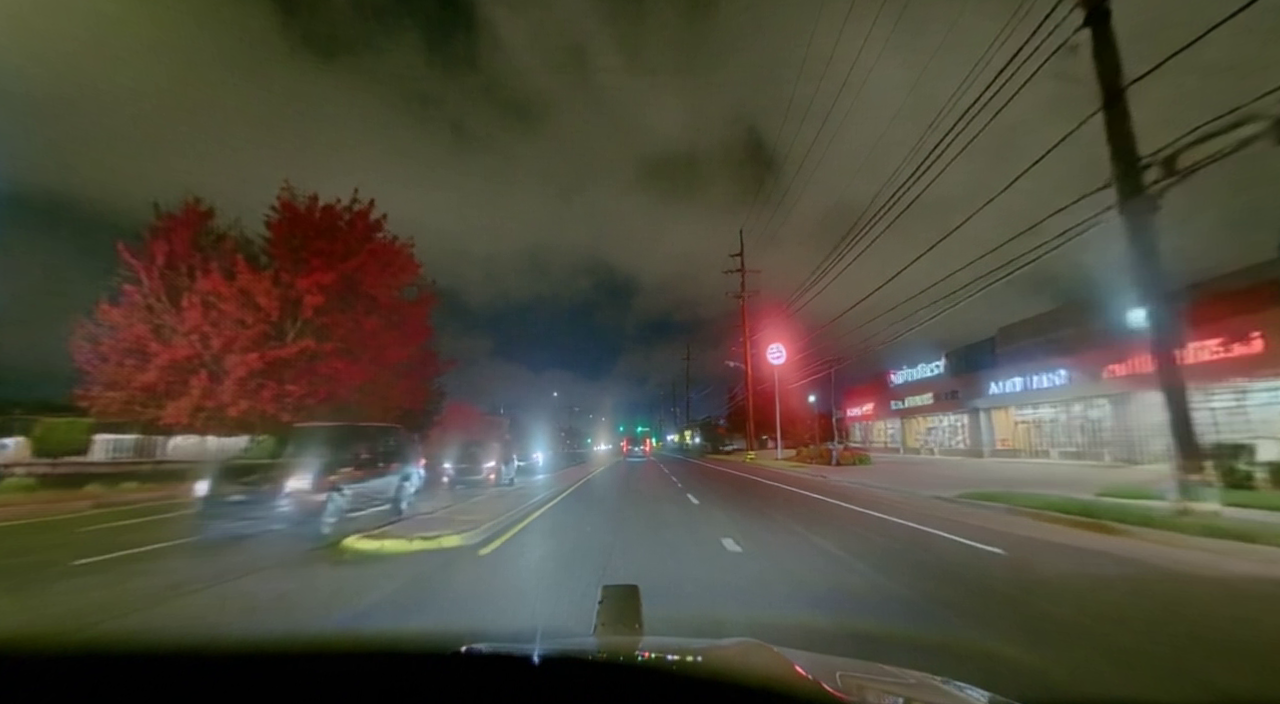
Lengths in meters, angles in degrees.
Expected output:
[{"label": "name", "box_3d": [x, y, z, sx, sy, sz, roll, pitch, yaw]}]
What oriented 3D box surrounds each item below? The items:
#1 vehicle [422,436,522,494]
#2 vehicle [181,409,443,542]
[{"label": "vehicle", "box_3d": [-5.083, 3.459, 19.806, 1.909, 1.524, 4.614, -2, -8, 0]}, {"label": "vehicle", "box_3d": [-5.536, 2.144, 11.710, 2.278, 1.828, 4.970, -2, -8, -1]}]
